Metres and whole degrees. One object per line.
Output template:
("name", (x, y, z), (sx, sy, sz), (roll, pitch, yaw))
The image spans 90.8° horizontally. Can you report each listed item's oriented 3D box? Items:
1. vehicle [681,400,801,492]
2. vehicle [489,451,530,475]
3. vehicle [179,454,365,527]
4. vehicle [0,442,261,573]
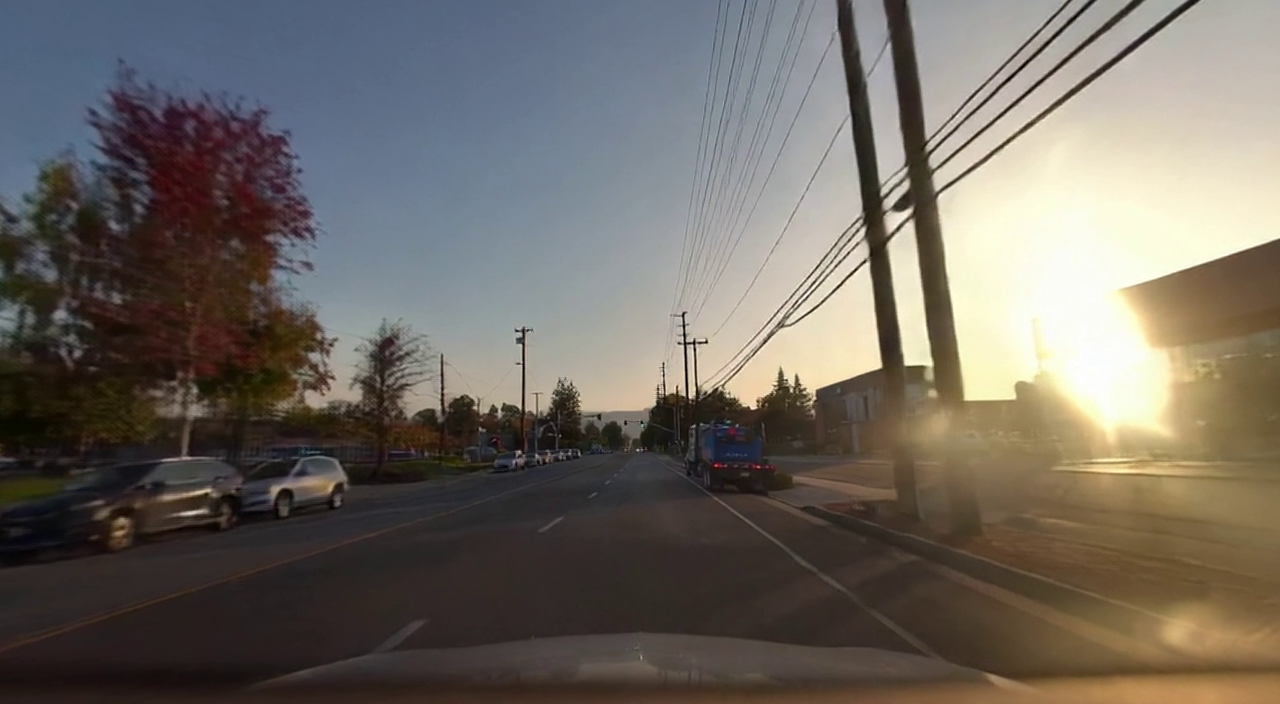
("vehicle", (3.767, 3.933, 26.379), (3.168, 3.106, 9.350), (0, -9, -2))
("vehicle", (-8.655, 7.400, 42.280), (1.939, 1.480, 4.632), (0, -9, -2))
("vehicle", (-8.970, 3.367, 16.000), (1.864, 1.529, 4.677), (0, -9, 1))
("vehicle", (-9.087, 2.481, 11.022), (1.938, 1.756, 4.686), (0, -9, 1))
